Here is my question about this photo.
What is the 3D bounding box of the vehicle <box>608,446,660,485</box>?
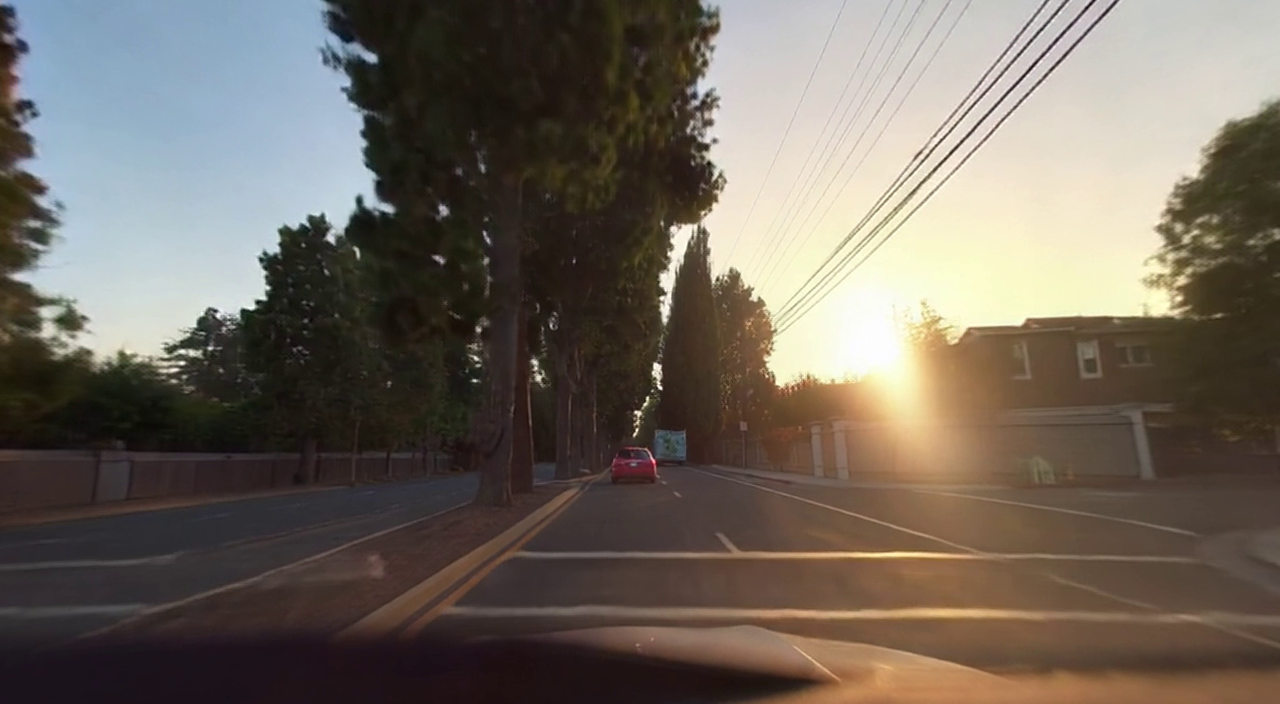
[{"bbox_3d":[-0.264,4.663,26.299,2.018,1.511,3.993,0,-8,-1],"label":"vehicle"}]
